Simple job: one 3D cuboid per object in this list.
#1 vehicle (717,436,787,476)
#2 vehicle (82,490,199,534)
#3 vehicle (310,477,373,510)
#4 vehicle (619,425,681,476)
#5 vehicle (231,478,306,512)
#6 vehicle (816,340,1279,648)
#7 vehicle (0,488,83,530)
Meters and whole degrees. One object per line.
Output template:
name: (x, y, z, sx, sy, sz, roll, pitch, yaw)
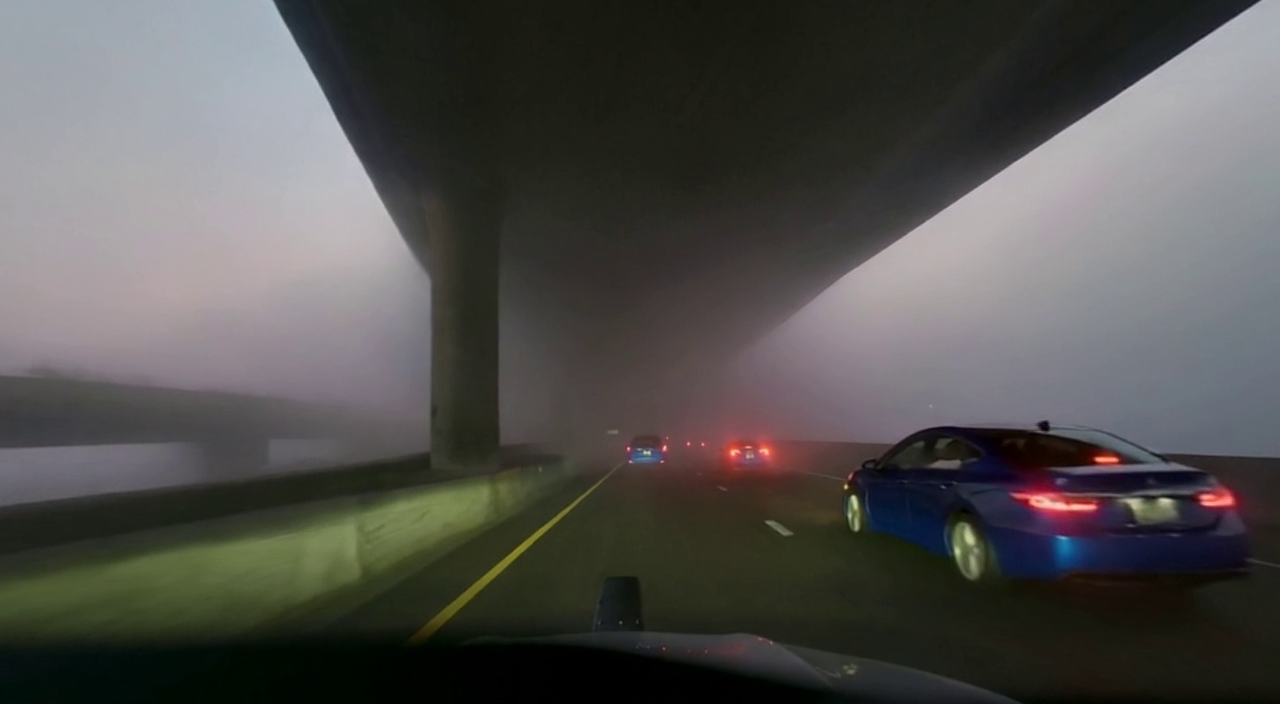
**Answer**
vehicle: (4.544, 4.294, 26.158, 2.047, 1.500, 4.017, 1, -9, -2)
vehicle: (-22.137, 7.076, 28.147, 1.813, 1.498, 4.330, 1, -9, -3)
vehicle: (-18.835, 8.921, 39.967, 1.939, 1.689, 4.298, 1, -9, -2)
vehicle: (0.380, 3.973, 25.592, 2.264, 1.841, 4.583, 0, -8, 0)
vehicle: (-22.642, 8.718, 38.600, 1.920, 1.675, 4.655, 1, -9, -2)
vehicle: (4.001, 1.337, 7.025, 2.404, 2.014, 5.655, 0, -8, 0)
vehicle: (-29.249, 7.363, 29.750, 1.859, 1.524, 4.469, 1, -9, -2)
